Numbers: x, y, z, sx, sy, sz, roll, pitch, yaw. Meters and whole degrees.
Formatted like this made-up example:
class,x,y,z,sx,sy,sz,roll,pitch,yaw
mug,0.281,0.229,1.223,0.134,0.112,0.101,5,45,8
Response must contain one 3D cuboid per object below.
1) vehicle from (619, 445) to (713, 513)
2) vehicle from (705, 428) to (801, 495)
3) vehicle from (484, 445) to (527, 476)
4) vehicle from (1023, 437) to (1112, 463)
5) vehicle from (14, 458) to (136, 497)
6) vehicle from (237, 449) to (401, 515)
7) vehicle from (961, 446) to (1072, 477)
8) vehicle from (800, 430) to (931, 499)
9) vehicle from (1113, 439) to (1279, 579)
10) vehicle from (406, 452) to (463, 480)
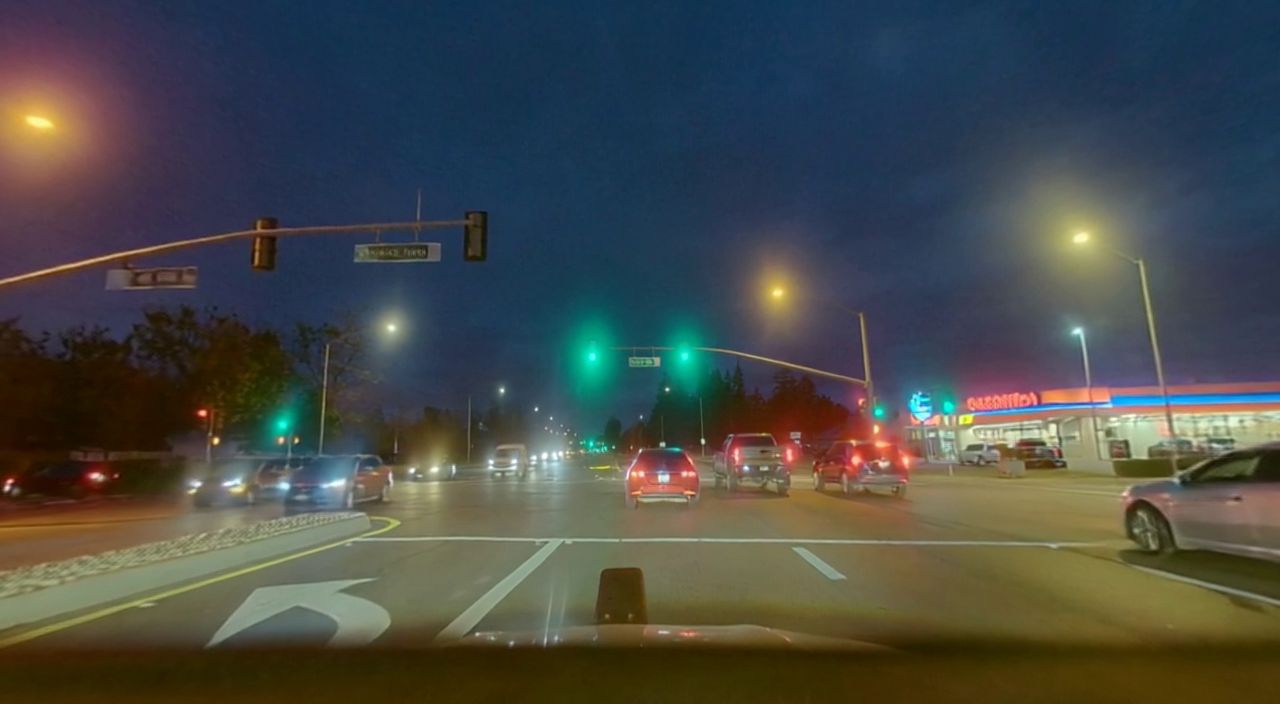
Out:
class,x,y,z,sx,sy,sz,roll,pitch,yaw
vehicle,0.525,3.040,15.638,2.038,1.447,3.756,0,-8,-1
vehicle,3.859,3.864,22.686,2.358,2.116,5.328,0,-8,-1
vehicle,-8.291,6.678,39.213,1.904,1.789,4.021,0,-8,-1
vehicle,31.436,7.221,46.474,4.885,1.883,2.107,0,-8,2
vehicle,-29.059,6.418,32.496,4.789,1.828,2.025,-2,-9,11
vehicle,-8.191,3.310,16.666,2.002,1.469,4.301,0,-8,1
vehicle,18.464,5.374,31.060,4.227,1.460,1.777,0,-8,2
vehicle,7.285,3.684,21.139,2.323,2.009,5.266,0,-8,-1
vehicle,7.878,1.714,6.907,1.905,1.498,4.463,0,-8,0
vehicle,-12.425,6.891,38.467,1.969,1.486,4.773,0,-8,-1
